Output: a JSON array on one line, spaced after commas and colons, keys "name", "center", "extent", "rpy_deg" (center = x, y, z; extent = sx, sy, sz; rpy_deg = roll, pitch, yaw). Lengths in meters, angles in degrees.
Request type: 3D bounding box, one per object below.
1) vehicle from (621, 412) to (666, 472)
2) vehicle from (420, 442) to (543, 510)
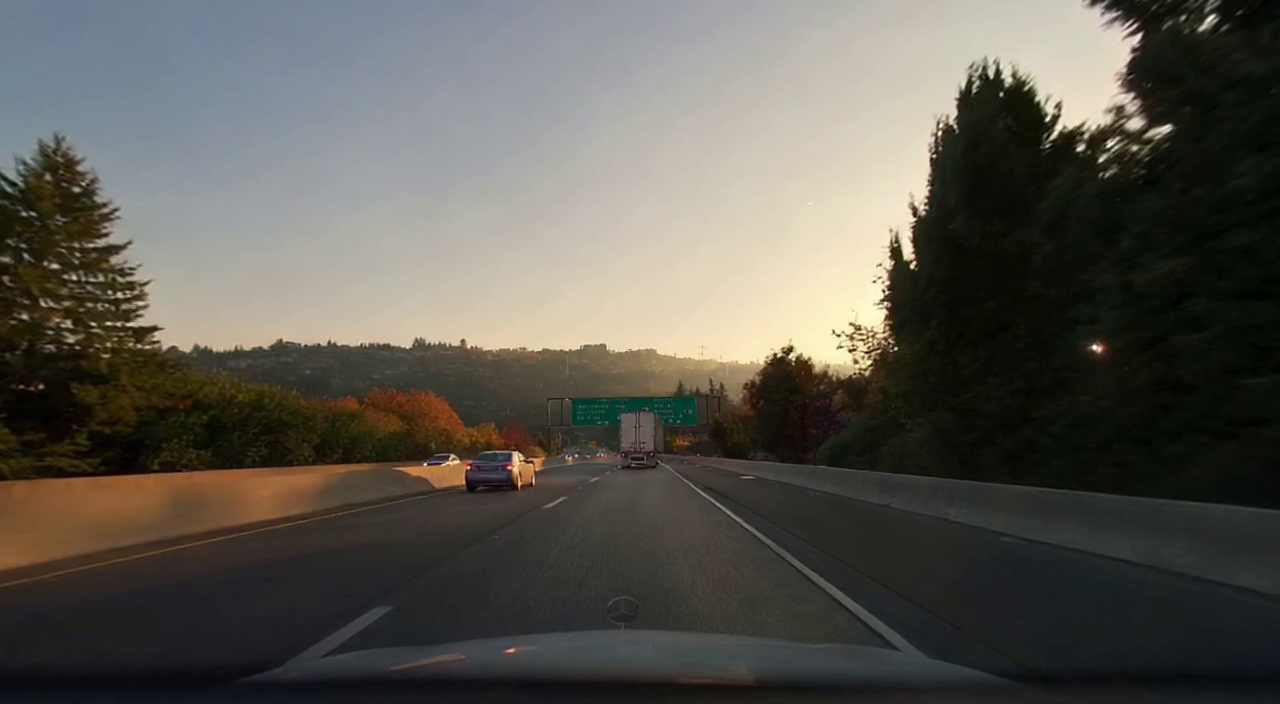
[{"name": "vehicle", "center": [0.123, 6.467, 45.117], "extent": [2.864, 3.805, 9.500], "rpy_deg": [0, -9, -1]}, {"name": "vehicle", "center": [-3.969, 3.185, 16.670], "extent": [2.053, 1.523, 4.450], "rpy_deg": [0, -9, 0]}]
